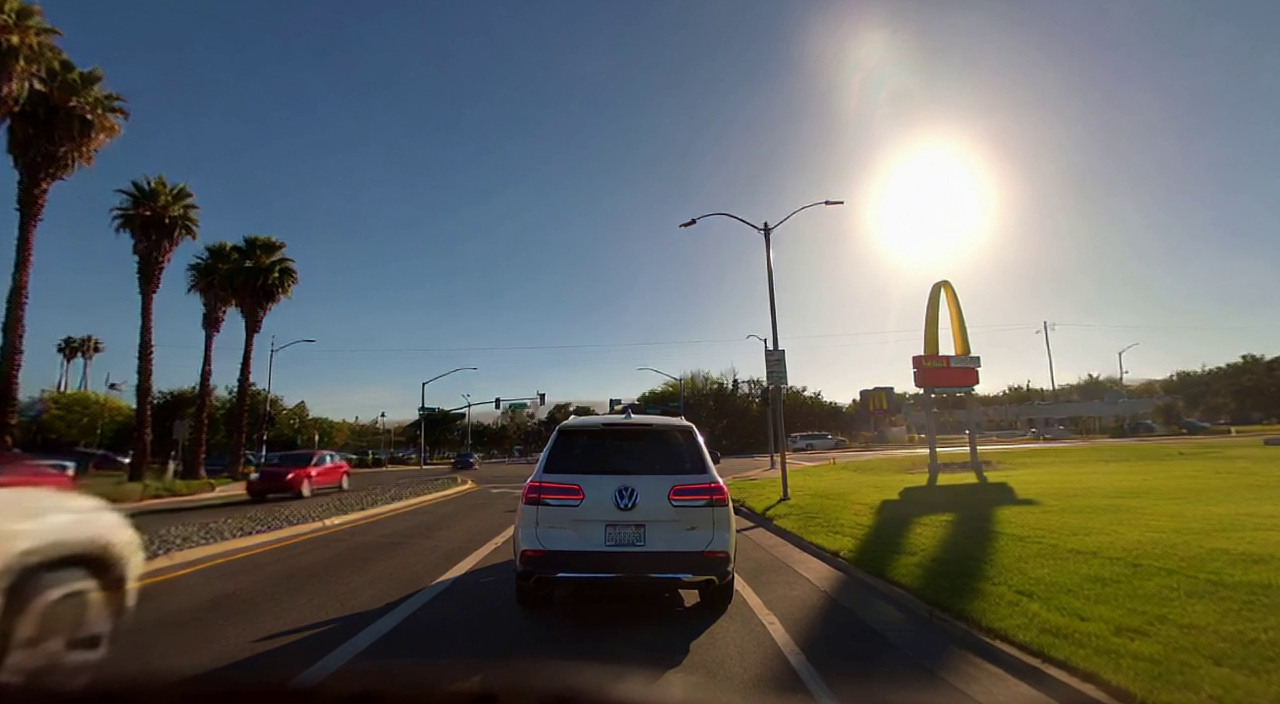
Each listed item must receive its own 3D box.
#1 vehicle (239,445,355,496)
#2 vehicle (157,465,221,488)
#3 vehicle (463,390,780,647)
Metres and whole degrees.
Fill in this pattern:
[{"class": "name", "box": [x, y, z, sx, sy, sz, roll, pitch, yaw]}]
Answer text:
[{"class": "vehicle", "box": [-13.516, 4.659, 25.336, 2.029, 1.820, 4.915, 0, -9, -2]}, {"class": "vehicle", "box": [-33.441, 9.217, 46.936, 1.792, 1.439, 3.952, 0, -9, 1]}, {"class": "vehicle", "box": [-0.142, 1.419, 6.326, 2.137, 1.728, 3.926, 0, -9, -1]}]
